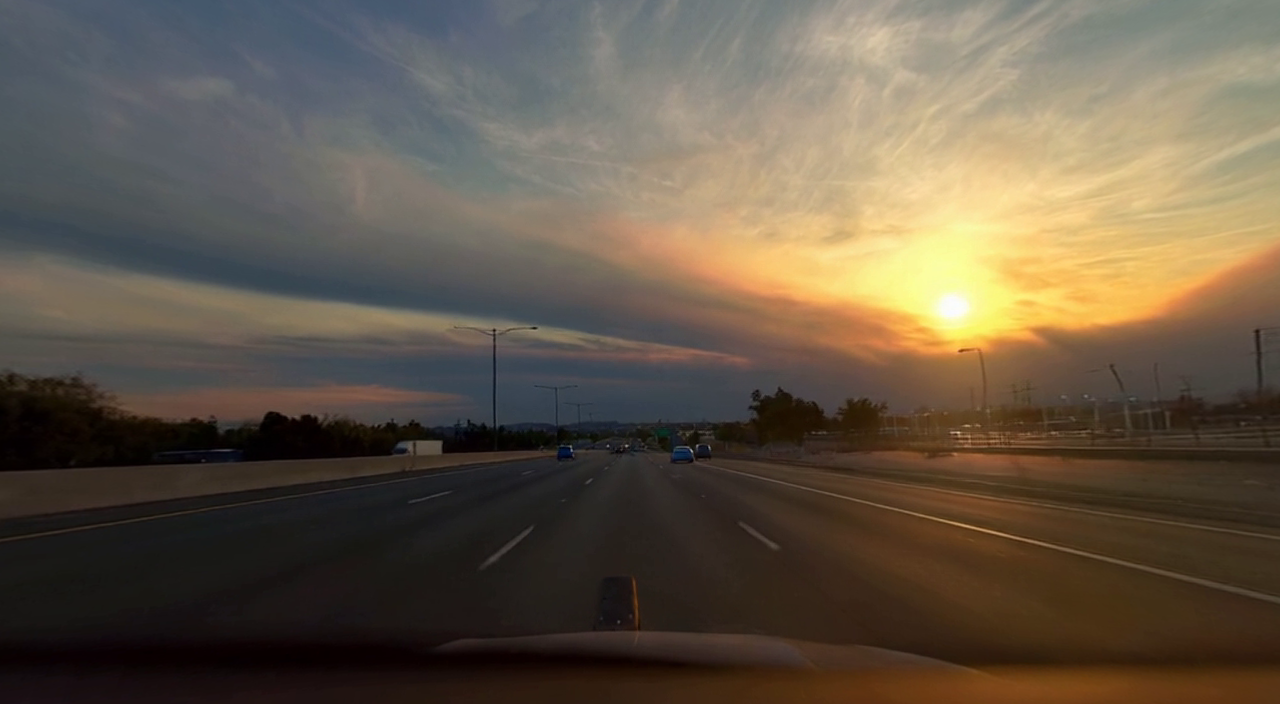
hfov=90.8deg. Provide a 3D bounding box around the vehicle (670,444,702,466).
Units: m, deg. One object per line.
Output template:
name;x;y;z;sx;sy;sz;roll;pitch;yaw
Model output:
vehicle;3.326;7.524;46.249;2.000;1.533;3.770;0;-8;-1
